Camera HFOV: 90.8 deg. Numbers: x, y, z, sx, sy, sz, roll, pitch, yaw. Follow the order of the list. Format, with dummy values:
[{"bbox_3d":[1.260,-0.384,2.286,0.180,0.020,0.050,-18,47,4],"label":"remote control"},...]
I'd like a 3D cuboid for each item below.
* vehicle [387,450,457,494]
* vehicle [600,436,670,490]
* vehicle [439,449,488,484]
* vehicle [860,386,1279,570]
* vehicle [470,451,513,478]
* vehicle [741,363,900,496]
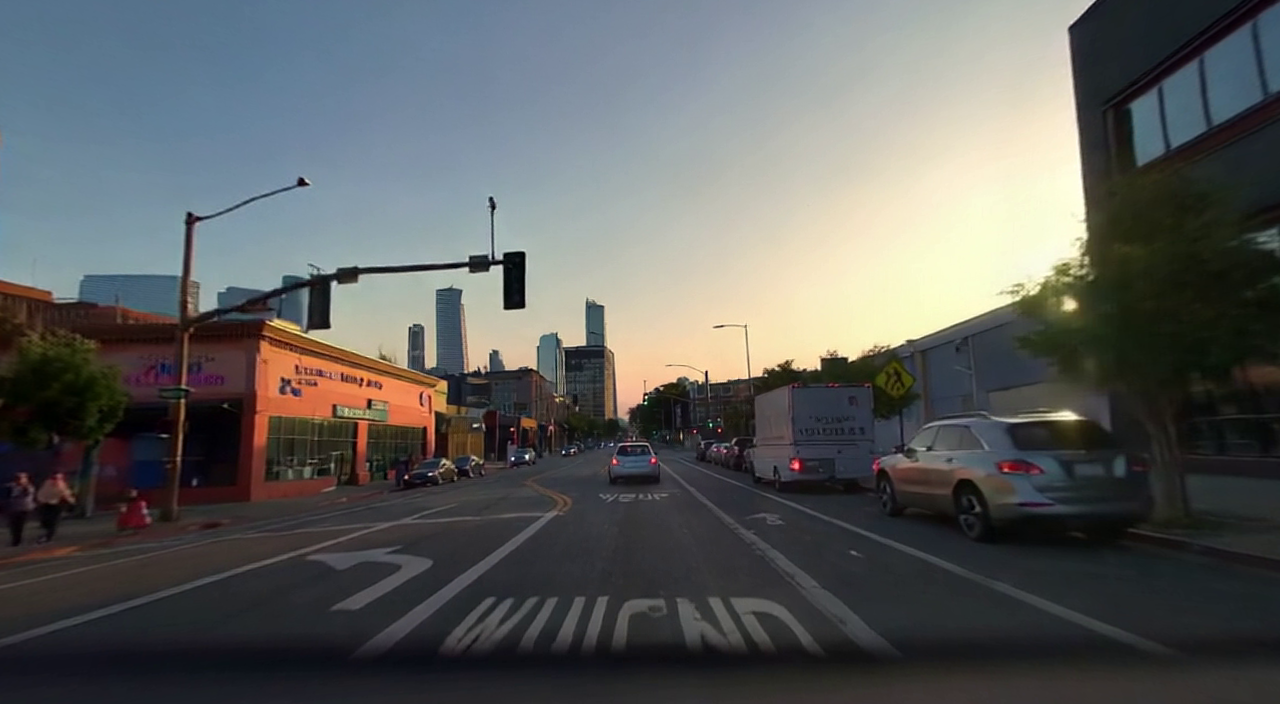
[{"bbox_3d":[-11.278,6.190,32.983,2.055,1.685,4.370,-5,-6,-1],"label":"vehicle"},{"bbox_3d":[-0.157,3.636,21.053,2.086,1.575,4.205,0,-8,0],"label":"vehicle"},{"bbox_3d":[-11.369,7.350,40.938,1.872,1.731,4.656,-4,-6,-1],"label":"vehicle"},{"bbox_3d":[5.593,1.747,9.596,2.367,1.917,5.810,0,-8,-1],"label":"vehicle"},{"bbox_3d":[-11.083,8.412,47.534,1.920,1.498,4.591,-5,-6,2],"label":"vehicle"},{"bbox_3d":[5.430,2.611,20.720,2.893,3.553,7.295,0,-8,-1],"label":"vehicle"}]
